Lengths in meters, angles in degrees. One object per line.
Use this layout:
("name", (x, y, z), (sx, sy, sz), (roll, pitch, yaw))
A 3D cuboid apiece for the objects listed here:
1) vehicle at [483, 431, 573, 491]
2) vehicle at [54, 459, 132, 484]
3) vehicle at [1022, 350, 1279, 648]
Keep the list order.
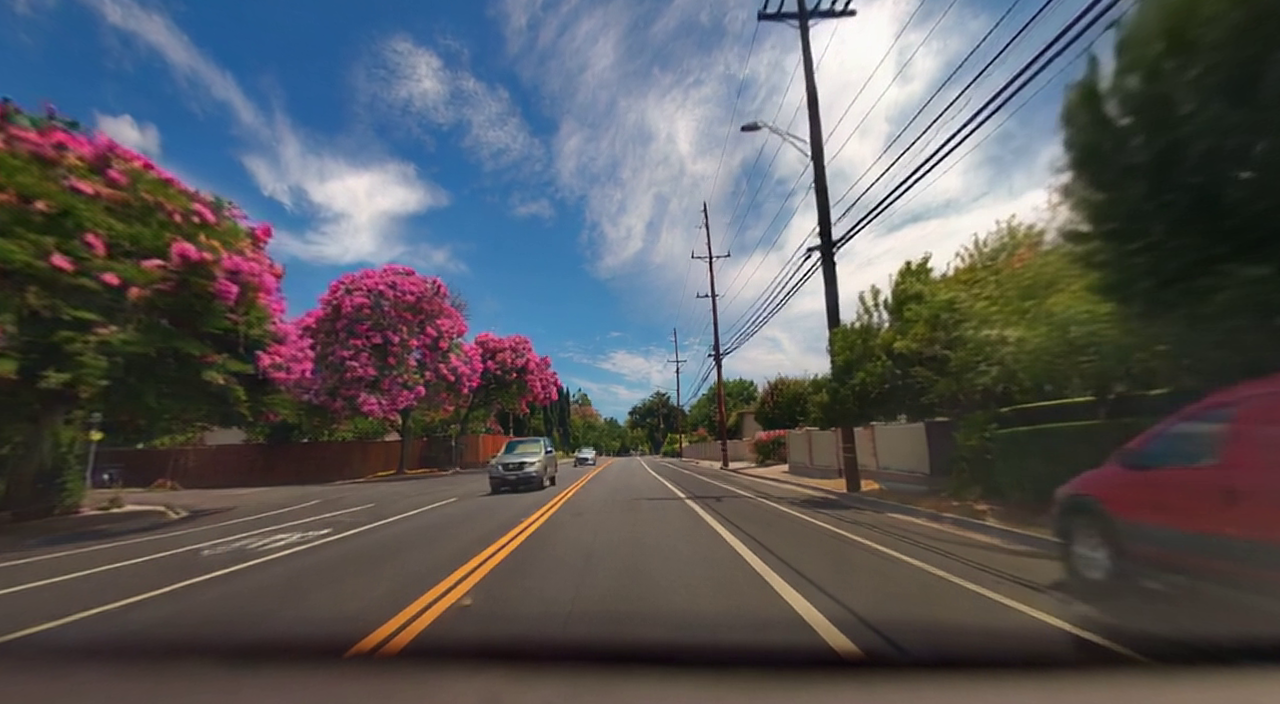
("vehicle", (-3.839, 3.849, 22.731), (2.357, 1.893, 5.084), (0, -9, -1))
("vehicle", (-37.026, 8.090, 42.880), (1.669, 1.429, 4.145), (-2, -8, -1))
("vehicle", (5.449, 1.007, 4.347), (2.238, 1.995, 5.491), (0, -9, 1))
